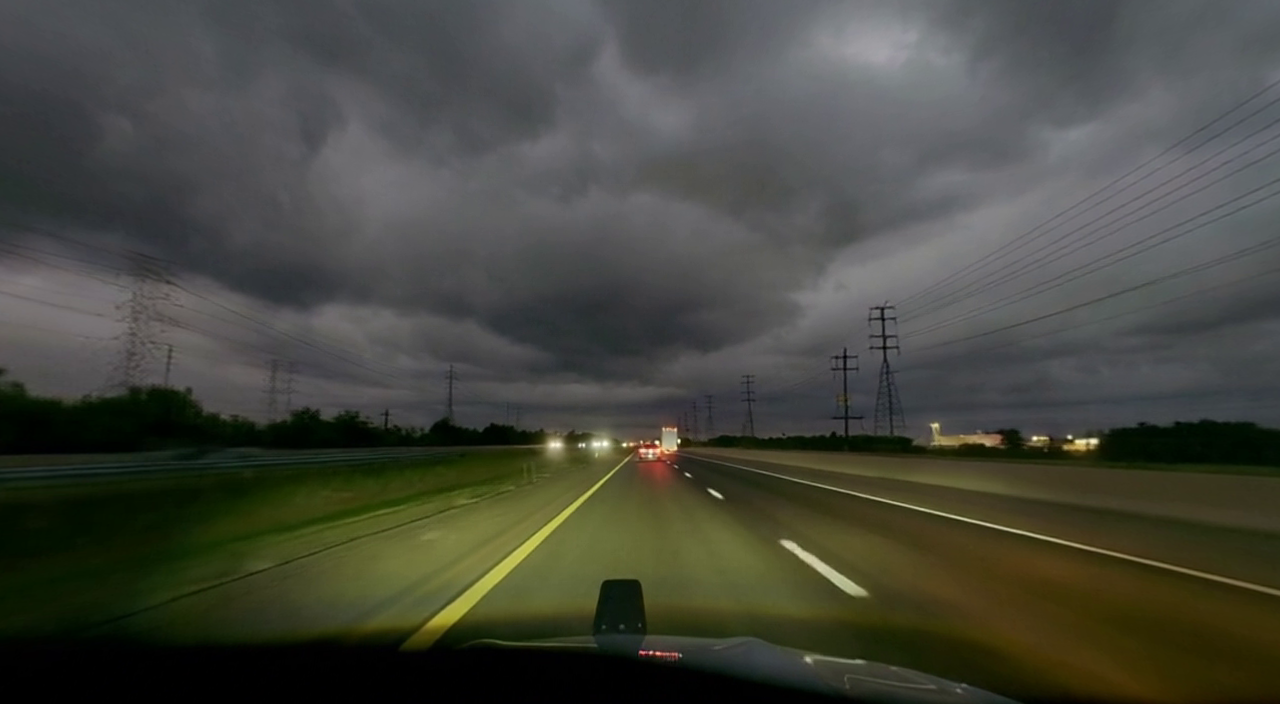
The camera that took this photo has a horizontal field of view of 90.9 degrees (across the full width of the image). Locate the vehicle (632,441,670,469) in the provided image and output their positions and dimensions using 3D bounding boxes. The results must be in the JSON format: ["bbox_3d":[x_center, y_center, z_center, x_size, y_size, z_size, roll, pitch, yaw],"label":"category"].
[{"bbox_3d":[0.652,6.235,38.238,2.192,1.556,4.132,-1,-9,1],"label":"vehicle"}]

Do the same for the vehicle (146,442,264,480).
[{"bbox_3d":[-20.291,5.086,29.760,2.020,1.614,4.862,-1,-9,1],"label":"vehicle"}]
